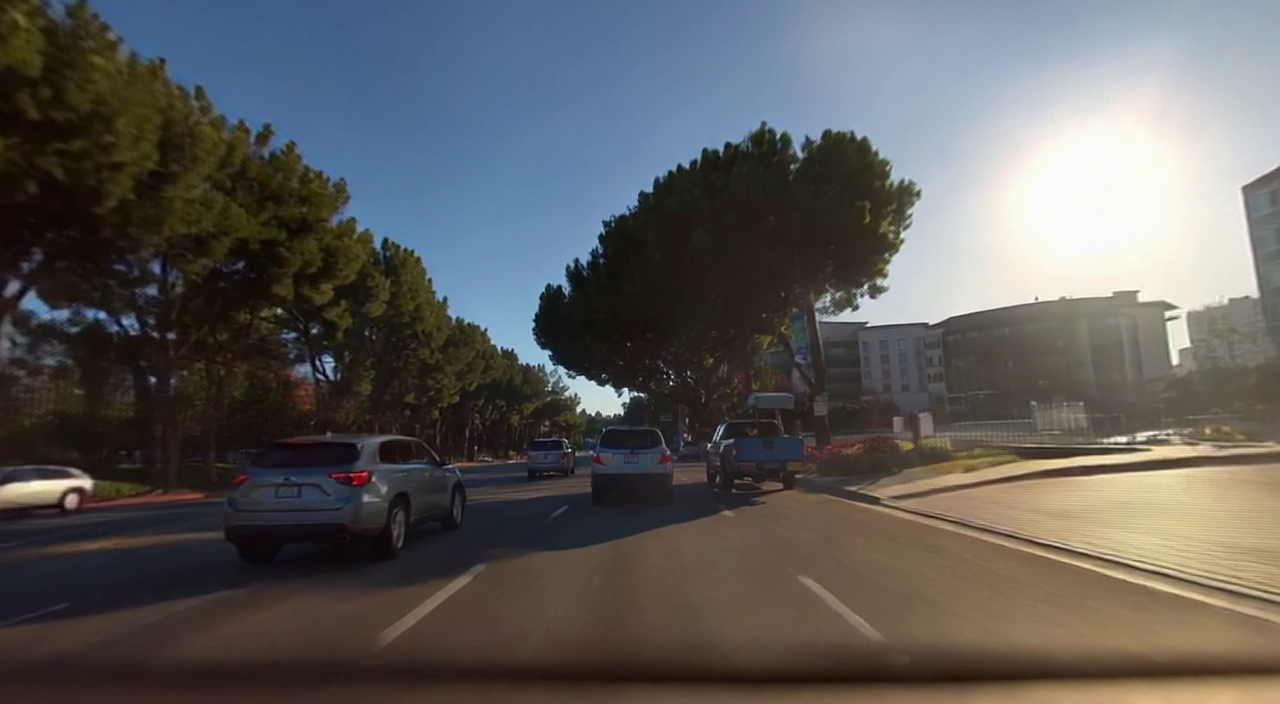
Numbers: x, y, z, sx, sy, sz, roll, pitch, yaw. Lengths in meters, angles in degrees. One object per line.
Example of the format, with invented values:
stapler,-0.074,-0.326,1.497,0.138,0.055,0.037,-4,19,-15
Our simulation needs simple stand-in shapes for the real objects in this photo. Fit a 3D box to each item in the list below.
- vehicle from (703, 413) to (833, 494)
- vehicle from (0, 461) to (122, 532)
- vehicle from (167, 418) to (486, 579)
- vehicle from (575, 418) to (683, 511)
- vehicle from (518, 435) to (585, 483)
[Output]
vehicle,3.581,3.045,19.206,2.655,2.054,6.098,0,-8,0
vehicle,-14.789,3.286,14.390,2.001,1.441,4.488,0,-8,2
vehicle,-3.780,1.840,8.821,1.959,1.614,4.676,0,-8,1
vehicle,-0.181,2.471,14.243,2.075,1.770,4.018,0,-8,1
vehicle,-3.261,4.014,23.904,1.894,1.642,3.861,0,-8,1
